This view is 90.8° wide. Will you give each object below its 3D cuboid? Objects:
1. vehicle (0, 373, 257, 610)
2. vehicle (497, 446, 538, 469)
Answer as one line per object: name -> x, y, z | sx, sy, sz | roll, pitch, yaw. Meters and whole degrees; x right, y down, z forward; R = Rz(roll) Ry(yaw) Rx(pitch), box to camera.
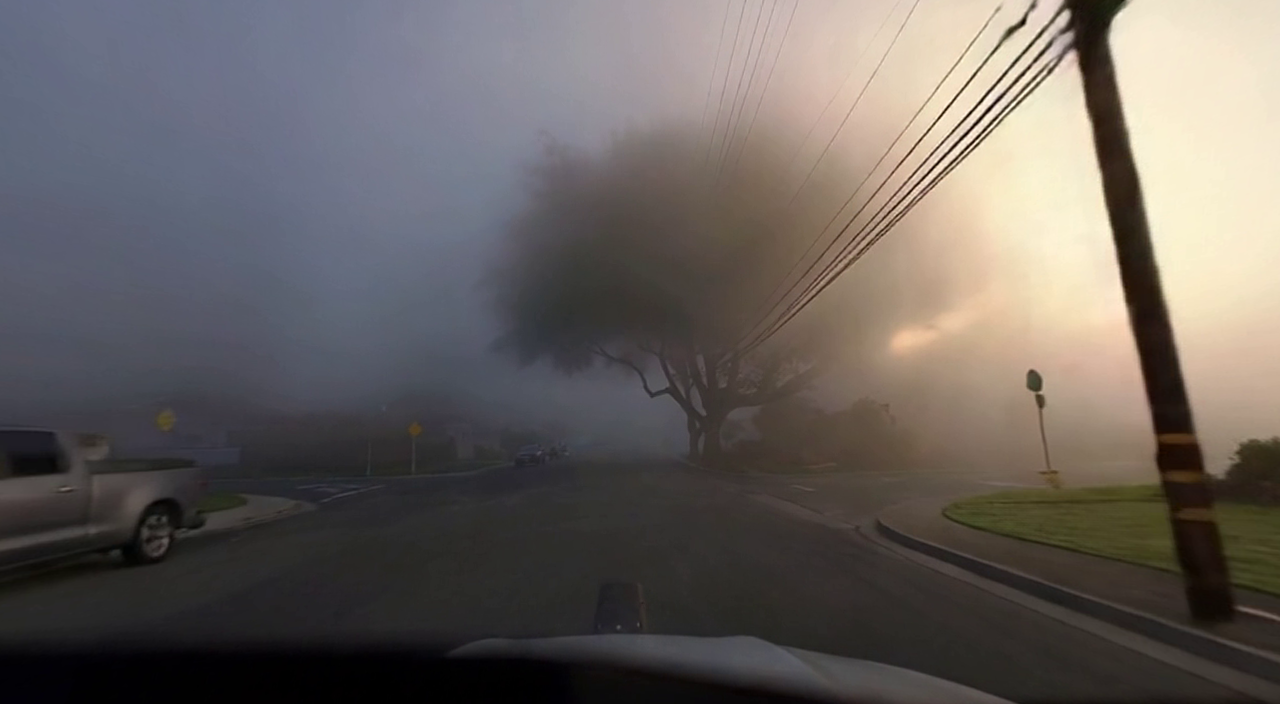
vehicle -> -7.354, 1.510, 6.963 | 2.739, 2.164, 6.065 | -1, -9, -3
vehicle -> -8.615, 7.444, 44.714 | 2.095, 1.491, 4.422 | 0, -8, -1
